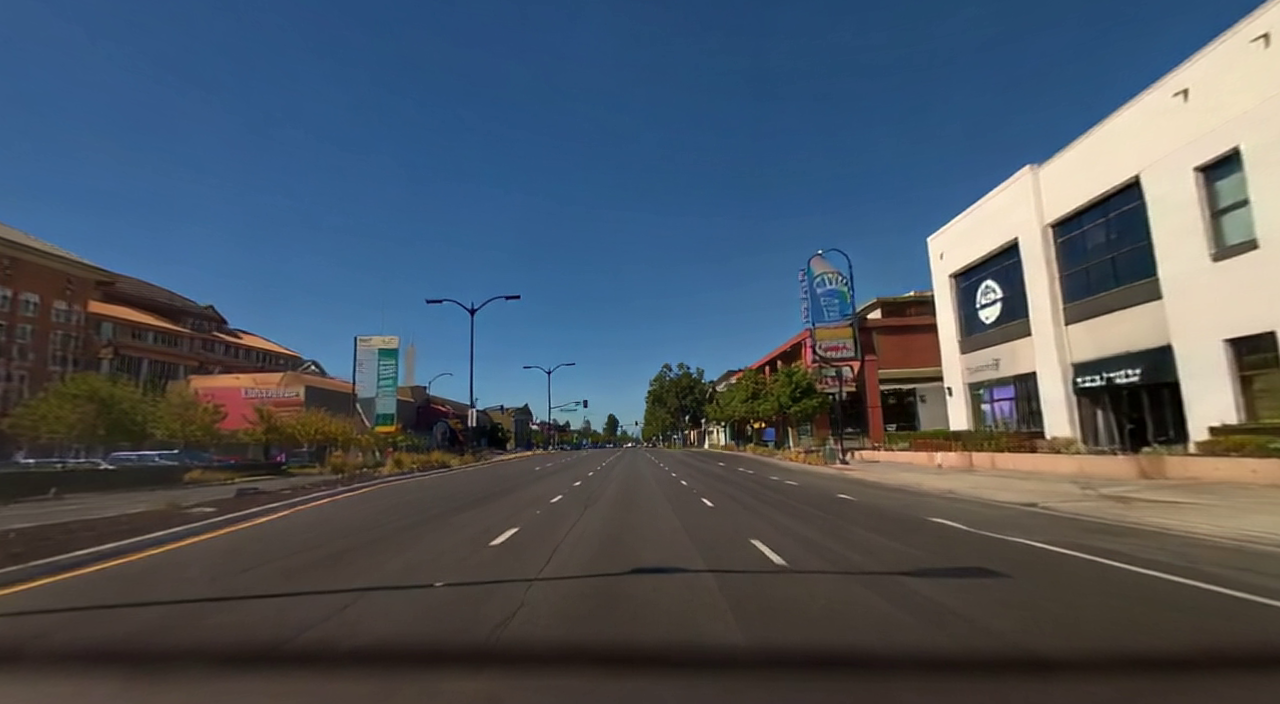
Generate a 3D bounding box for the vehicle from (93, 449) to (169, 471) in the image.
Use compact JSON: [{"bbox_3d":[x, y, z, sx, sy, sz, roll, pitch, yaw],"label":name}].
[{"bbox_3d":[-34.499,7.325,42.866,3.557,1.432,1.774,0,-8,0],"label":"vehicle"}]
